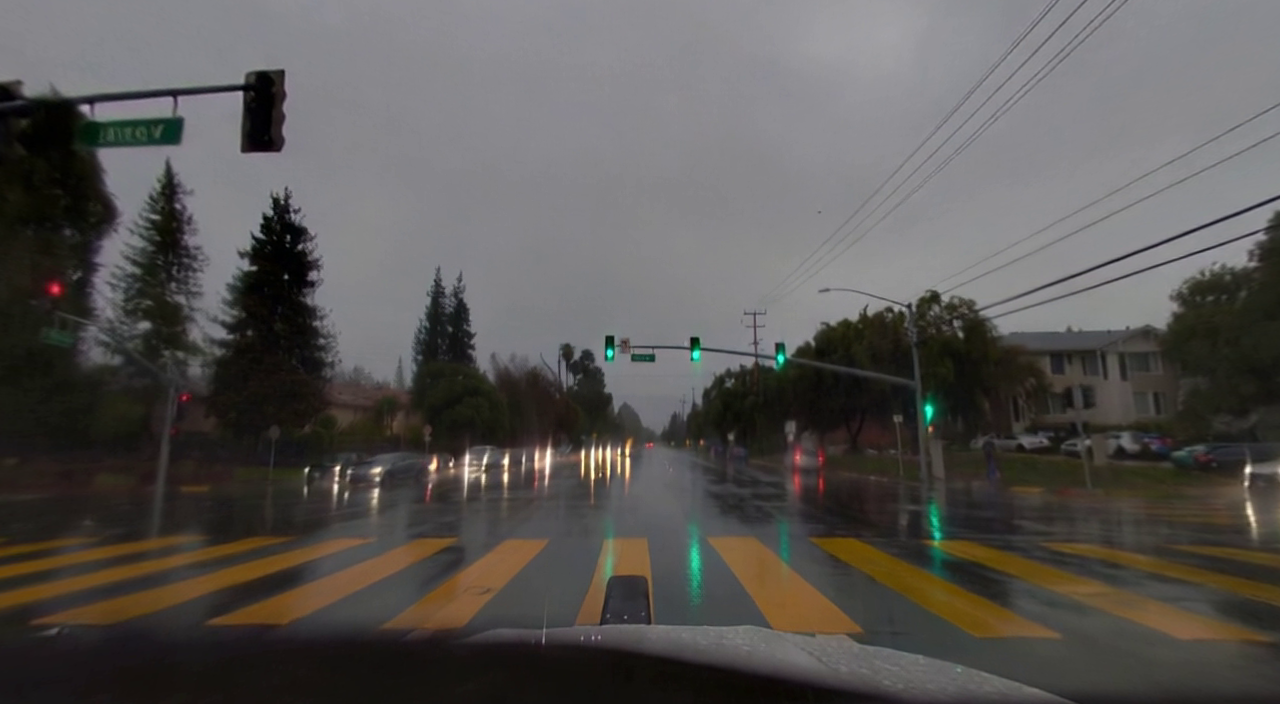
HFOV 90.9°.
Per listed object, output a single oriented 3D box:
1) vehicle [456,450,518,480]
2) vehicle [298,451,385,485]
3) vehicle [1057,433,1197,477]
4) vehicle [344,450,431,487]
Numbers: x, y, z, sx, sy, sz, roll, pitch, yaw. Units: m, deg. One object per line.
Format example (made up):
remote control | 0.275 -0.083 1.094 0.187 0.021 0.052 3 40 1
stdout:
vehicle | -7.711 5.724 32.237 1.958 1.415 4.312 0 -9 2
vehicle | -14.578 5.675 31.113 2.035 1.470 4.677 0 -9 0
vehicle | 25.271 5.362 33.064 2.177 2.086 5.514 2 -9 -14
vehicle | -11.001 5.094 27.834 2.007 1.451 4.242 0 -9 1
